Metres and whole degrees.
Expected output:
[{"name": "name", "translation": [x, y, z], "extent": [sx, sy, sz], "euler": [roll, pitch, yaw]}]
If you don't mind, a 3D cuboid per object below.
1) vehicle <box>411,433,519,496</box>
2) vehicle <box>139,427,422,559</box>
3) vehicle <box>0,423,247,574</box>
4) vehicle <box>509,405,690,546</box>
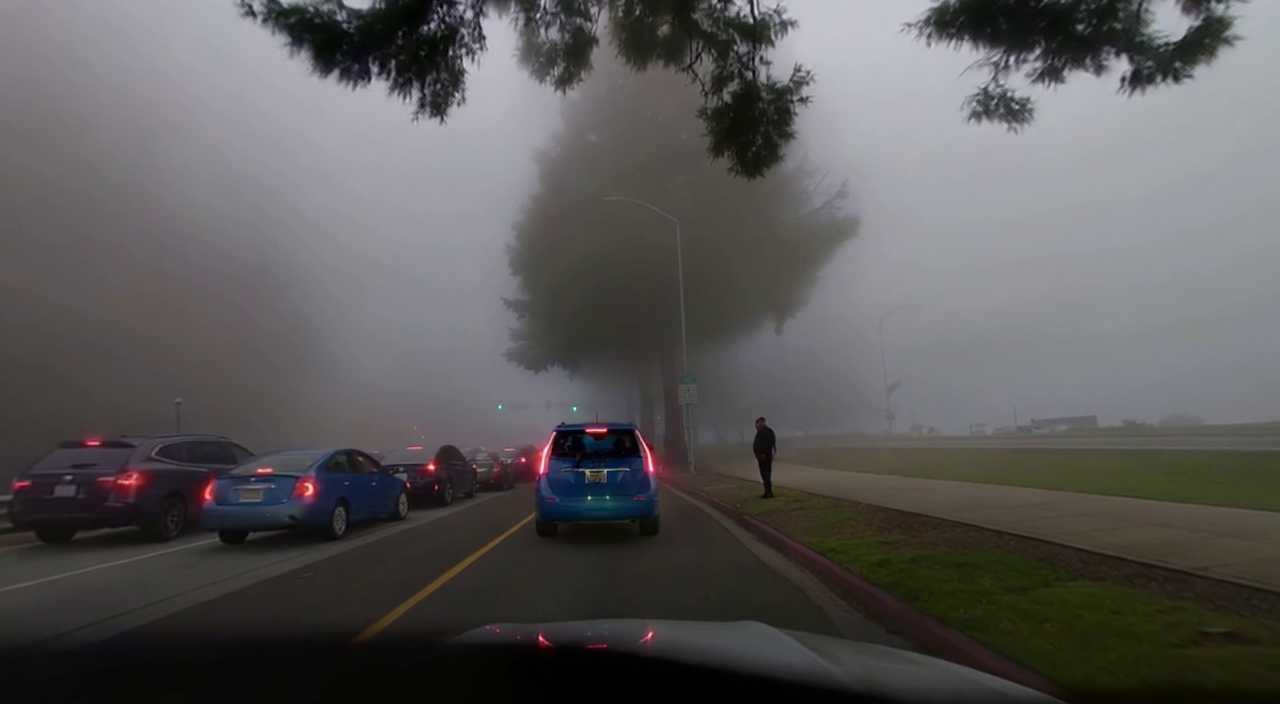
[{"name": "vehicle", "translation": [-5.468, 3.570, 20.448], "extent": [2.188, 1.774, 4.477], "euler": [0, -9, 0]}, {"name": "vehicle", "translation": [-5.417, 2.155, 10.440], "extent": [2.010, 1.674, 4.484], "euler": [0, -9, 0]}, {"name": "vehicle", "translation": [-8.811, 2.148, 10.106], "extent": [2.013, 1.826, 4.592], "euler": [0, -9, 1]}, {"name": "vehicle", "translation": [-0.594, 1.941, 10.510], "extent": [2.368, 1.829, 4.293], "euler": [0, -9, -2]}]
